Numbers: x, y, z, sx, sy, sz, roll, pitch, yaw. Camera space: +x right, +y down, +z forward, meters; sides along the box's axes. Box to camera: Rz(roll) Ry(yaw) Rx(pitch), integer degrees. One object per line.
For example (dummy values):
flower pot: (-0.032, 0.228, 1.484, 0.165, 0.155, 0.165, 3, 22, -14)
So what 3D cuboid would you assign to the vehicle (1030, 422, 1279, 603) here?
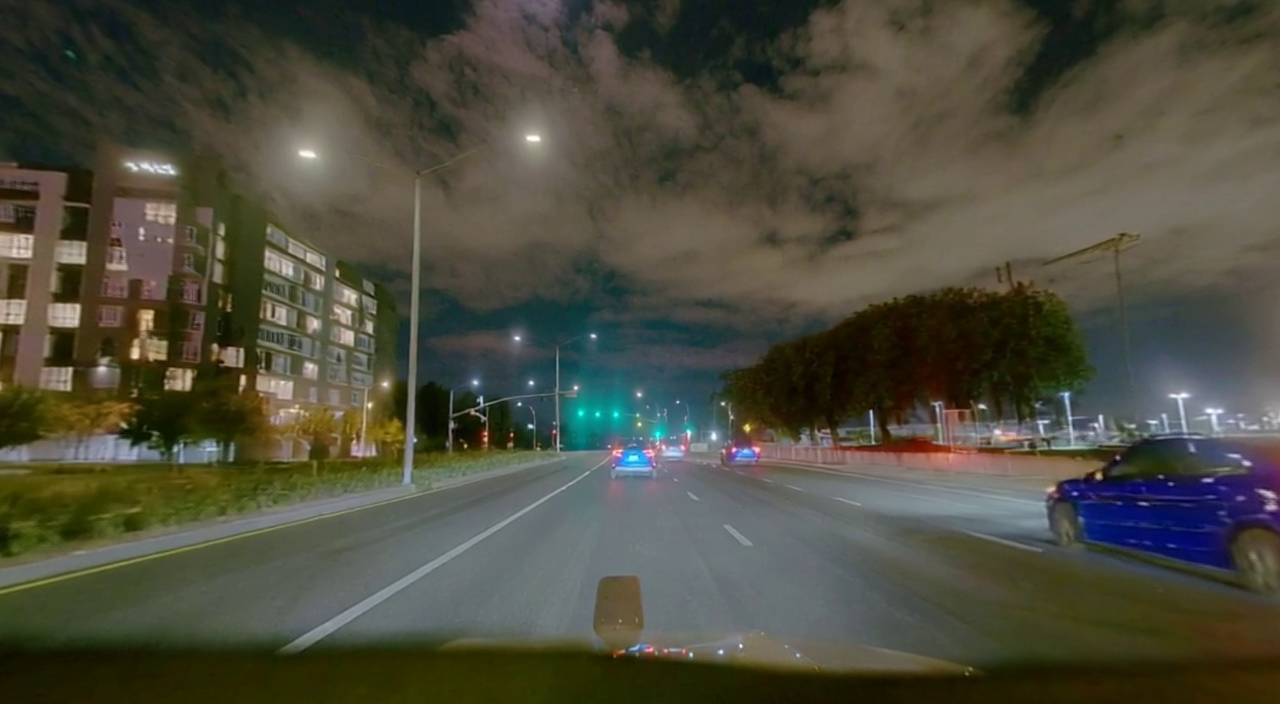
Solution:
vehicle: (6.297, 1.511, 6.383, 1.997, 1.480, 4.100, 0, -9, -1)

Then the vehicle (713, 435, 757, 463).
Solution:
vehicle: (6.508, 6.737, 43.629, 2.136, 1.799, 4.796, 1, -9, -2)

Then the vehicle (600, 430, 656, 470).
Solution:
vehicle: (-0.571, 5.158, 33.161, 2.682, 1.908, 5.706, 0, -9, 0)
